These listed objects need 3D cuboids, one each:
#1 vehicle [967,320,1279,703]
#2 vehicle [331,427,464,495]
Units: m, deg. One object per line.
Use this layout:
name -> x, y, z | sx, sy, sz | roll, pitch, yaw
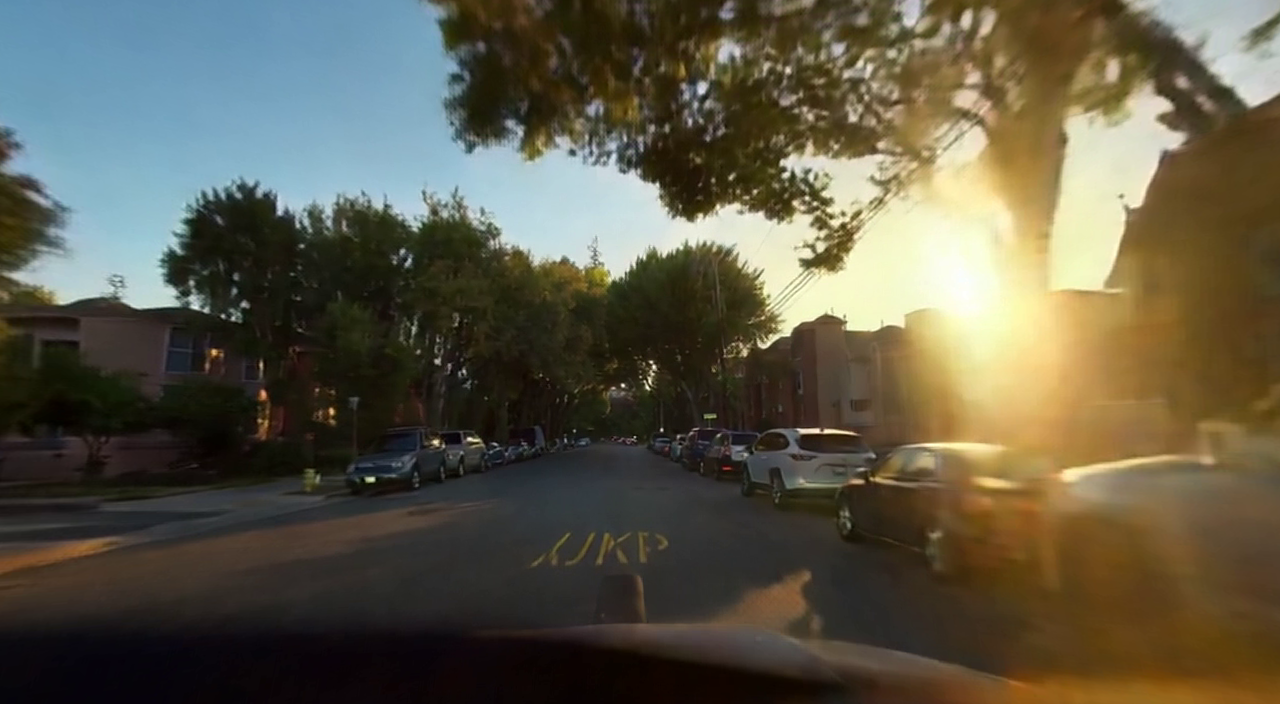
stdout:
vehicle -> 4.119, 0.771, 2.366 | 2.365, 1.970, 6.011 | 0, -9, -2
vehicle -> -7.668, 3.587, 20.697 | 2.384, 1.781, 5.492 | -3, -10, -2
